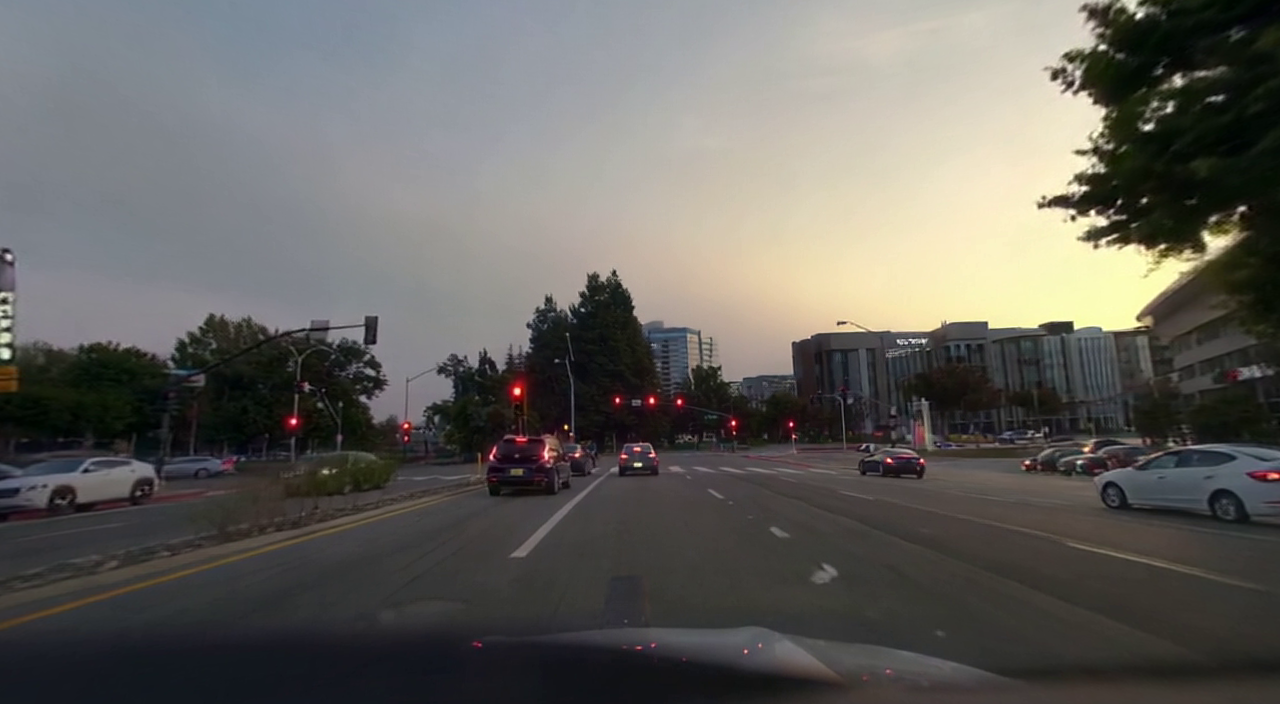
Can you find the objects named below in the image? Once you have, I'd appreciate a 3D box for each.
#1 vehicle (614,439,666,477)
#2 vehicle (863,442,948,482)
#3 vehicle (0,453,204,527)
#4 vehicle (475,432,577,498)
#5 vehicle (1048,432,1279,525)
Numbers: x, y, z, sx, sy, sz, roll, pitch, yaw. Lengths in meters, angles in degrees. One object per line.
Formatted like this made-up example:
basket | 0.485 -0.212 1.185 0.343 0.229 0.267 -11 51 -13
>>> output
vehicle | 0.000 4.541 27.194 2.059 1.477 3.988 0 -8 0
vehicle | 11.151 4.613 26.802 1.935 1.435 4.141 3 -8 1
vehicle | -12.898 3.129 14.748 4.481 1.455 2.068 -3 -9 19
vehicle | -3.187 3.256 18.652 2.057 1.678 4.639 0 -8 1
vehicle | 10.397 2.358 12.339 1.936 1.474 4.331 0 -8 0
